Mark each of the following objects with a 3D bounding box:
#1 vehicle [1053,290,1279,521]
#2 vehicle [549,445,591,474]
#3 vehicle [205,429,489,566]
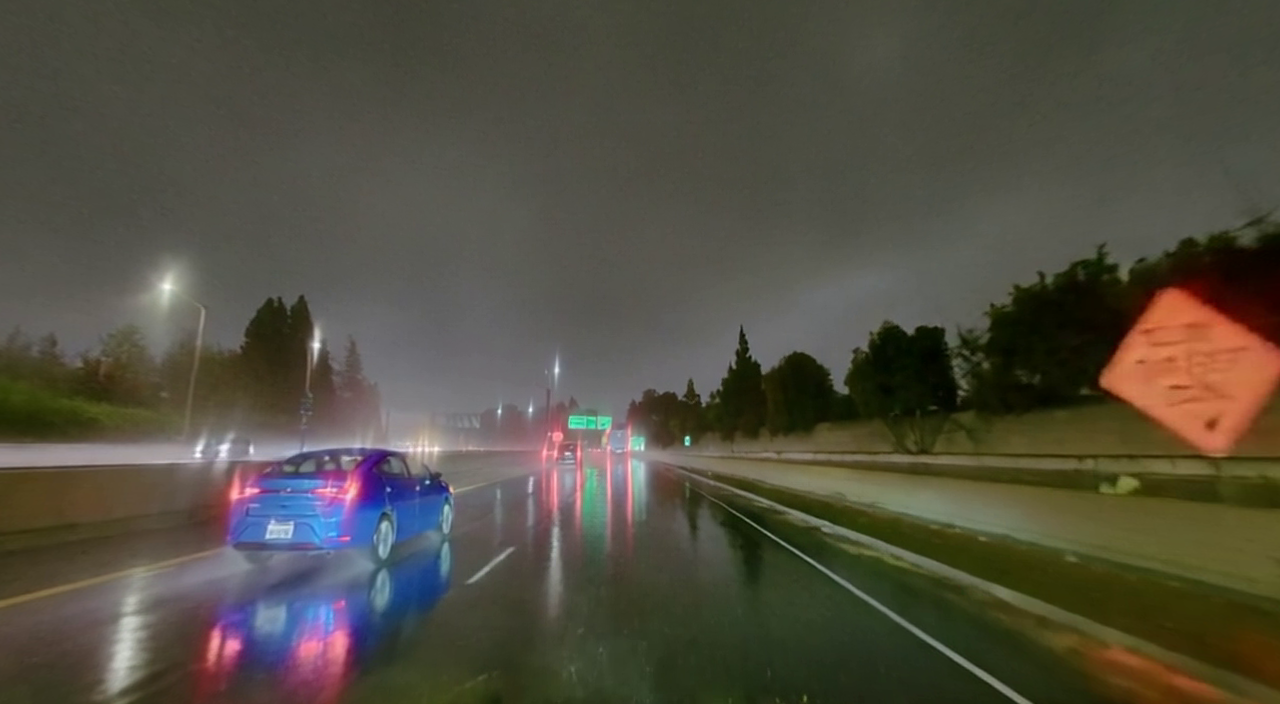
[{"bbox_3d":[10.666,1.140,12.846,2.203,4.166,2.914,0,-9,0],"label":"vehicle"},{"bbox_3d":[-3.739,5.846,34.429,1.965,1.459,4.145,1,-9,-2],"label":"vehicle"},{"bbox_3d":[-3.856,2.002,9.468,2.012,1.510,4.672,0,-9,0],"label":"vehicle"}]
